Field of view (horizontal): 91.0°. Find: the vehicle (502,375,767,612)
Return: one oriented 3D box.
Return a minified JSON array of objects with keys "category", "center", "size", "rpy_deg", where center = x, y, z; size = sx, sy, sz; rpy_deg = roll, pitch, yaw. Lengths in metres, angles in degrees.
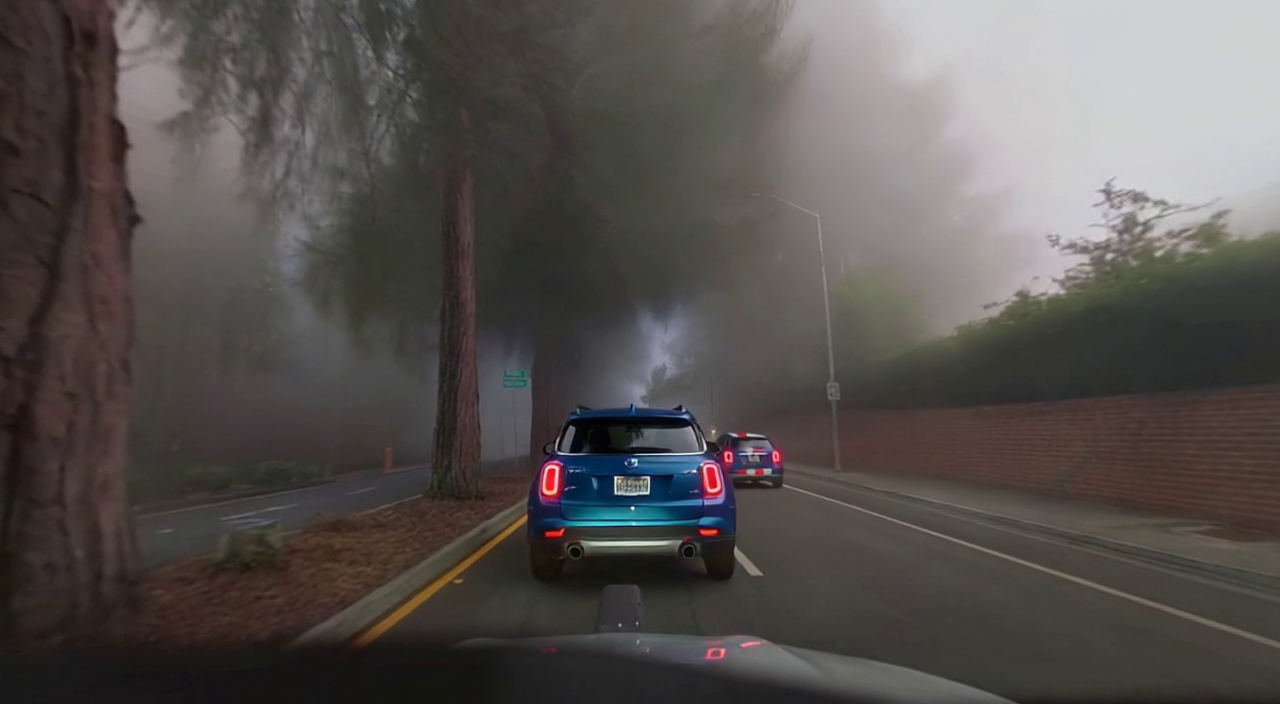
[{"category":"vehicle","center":[-0.075,1.293,6.405],"size":[1.984,1.777,3.148],"rpy_deg":[0,-8,-1]}]
